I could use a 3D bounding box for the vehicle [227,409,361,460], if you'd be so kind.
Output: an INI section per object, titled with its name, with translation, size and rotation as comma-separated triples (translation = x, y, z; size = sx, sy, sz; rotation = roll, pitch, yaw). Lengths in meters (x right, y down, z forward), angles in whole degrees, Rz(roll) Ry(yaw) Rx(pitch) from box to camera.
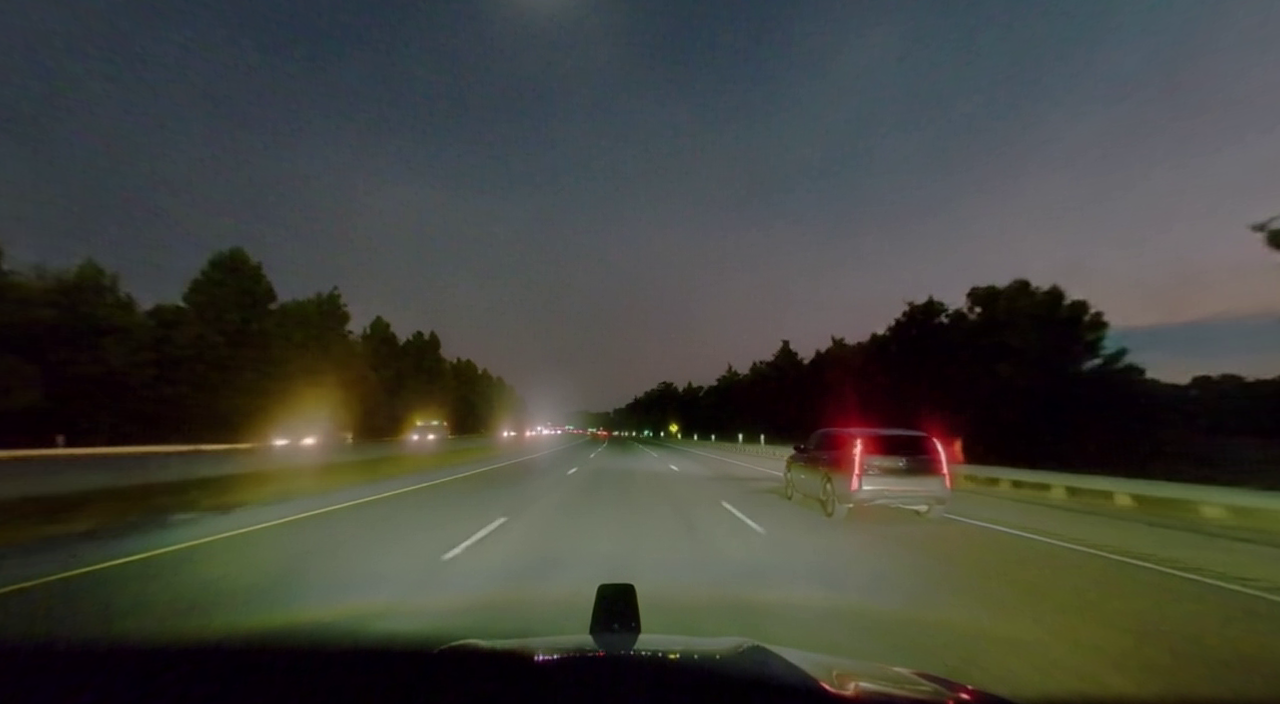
[vehicle]
translation = -13.318, 3.257, 24.736
size = 2.190, 1.752, 5.545
rotation = 0, -8, -1
